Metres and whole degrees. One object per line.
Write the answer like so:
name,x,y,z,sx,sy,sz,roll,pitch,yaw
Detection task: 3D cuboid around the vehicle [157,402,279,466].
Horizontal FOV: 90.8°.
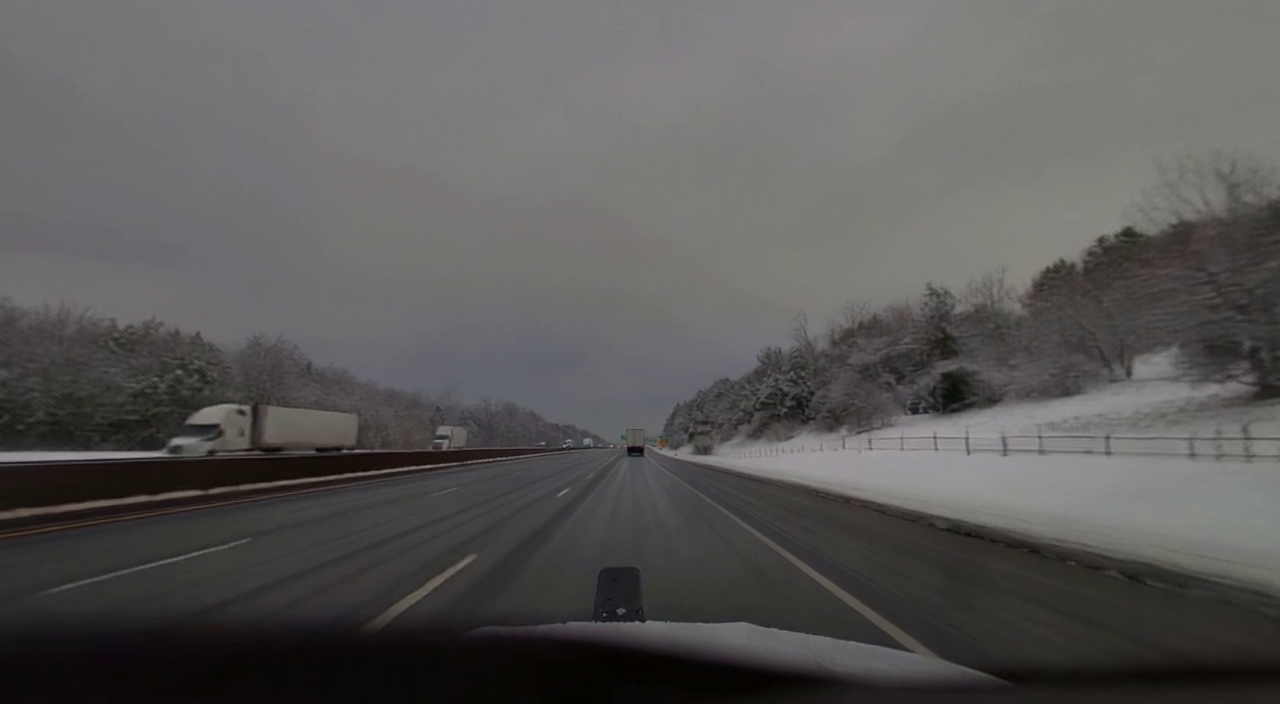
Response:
vehicle,-25.245,5.014,38.173,3.142,3.491,5.895,0,-9,0

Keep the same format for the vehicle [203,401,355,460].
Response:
vehicle,-25.276,5.843,45.615,3.095,3.605,13.571,0,-9,0
